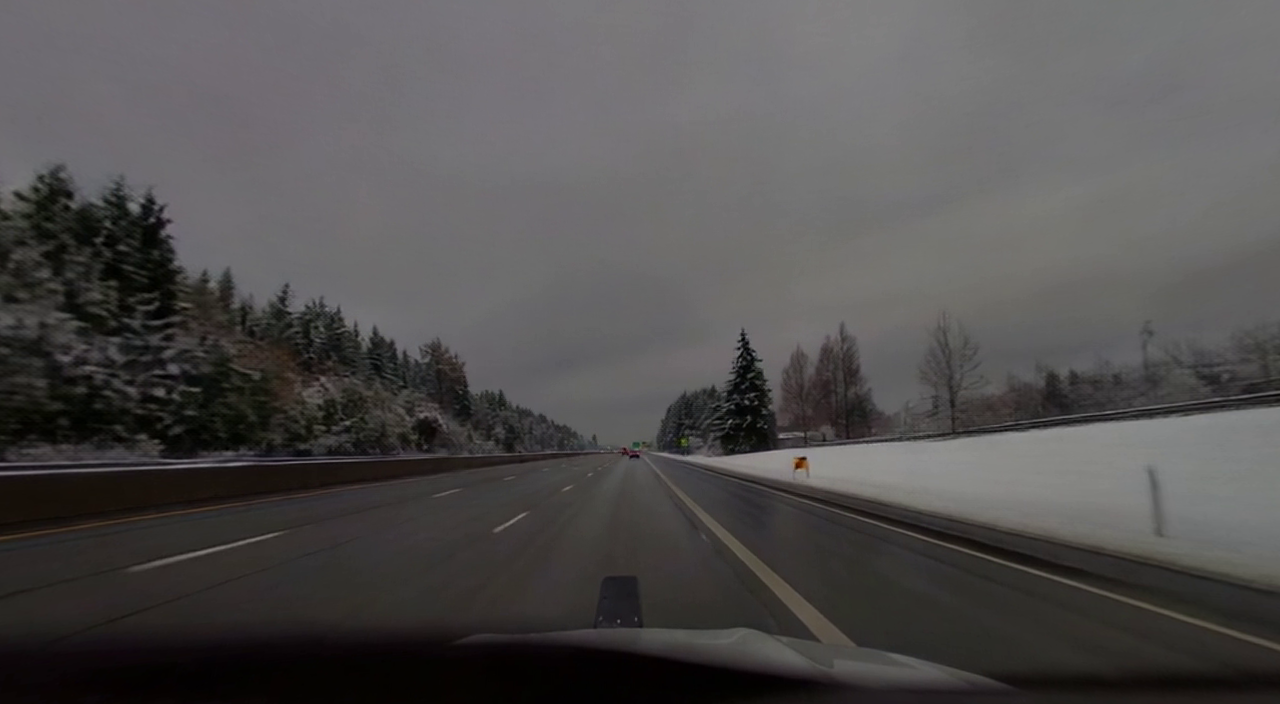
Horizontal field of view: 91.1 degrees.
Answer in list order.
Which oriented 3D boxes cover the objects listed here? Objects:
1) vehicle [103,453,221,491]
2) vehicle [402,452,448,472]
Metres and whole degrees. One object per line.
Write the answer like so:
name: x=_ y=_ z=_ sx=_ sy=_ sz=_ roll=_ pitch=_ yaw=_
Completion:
vehicle: x=-20.042 y=5.003 z=26.589 sx=1.860 sy=1.451 sz=4.015 roll=0 pitch=-9 yaw=-1
vehicle: x=-16.684 y=8.532 z=48.977 sx=1.997 sy=1.467 sz=4.524 roll=-1 pitch=-9 yaw=0
